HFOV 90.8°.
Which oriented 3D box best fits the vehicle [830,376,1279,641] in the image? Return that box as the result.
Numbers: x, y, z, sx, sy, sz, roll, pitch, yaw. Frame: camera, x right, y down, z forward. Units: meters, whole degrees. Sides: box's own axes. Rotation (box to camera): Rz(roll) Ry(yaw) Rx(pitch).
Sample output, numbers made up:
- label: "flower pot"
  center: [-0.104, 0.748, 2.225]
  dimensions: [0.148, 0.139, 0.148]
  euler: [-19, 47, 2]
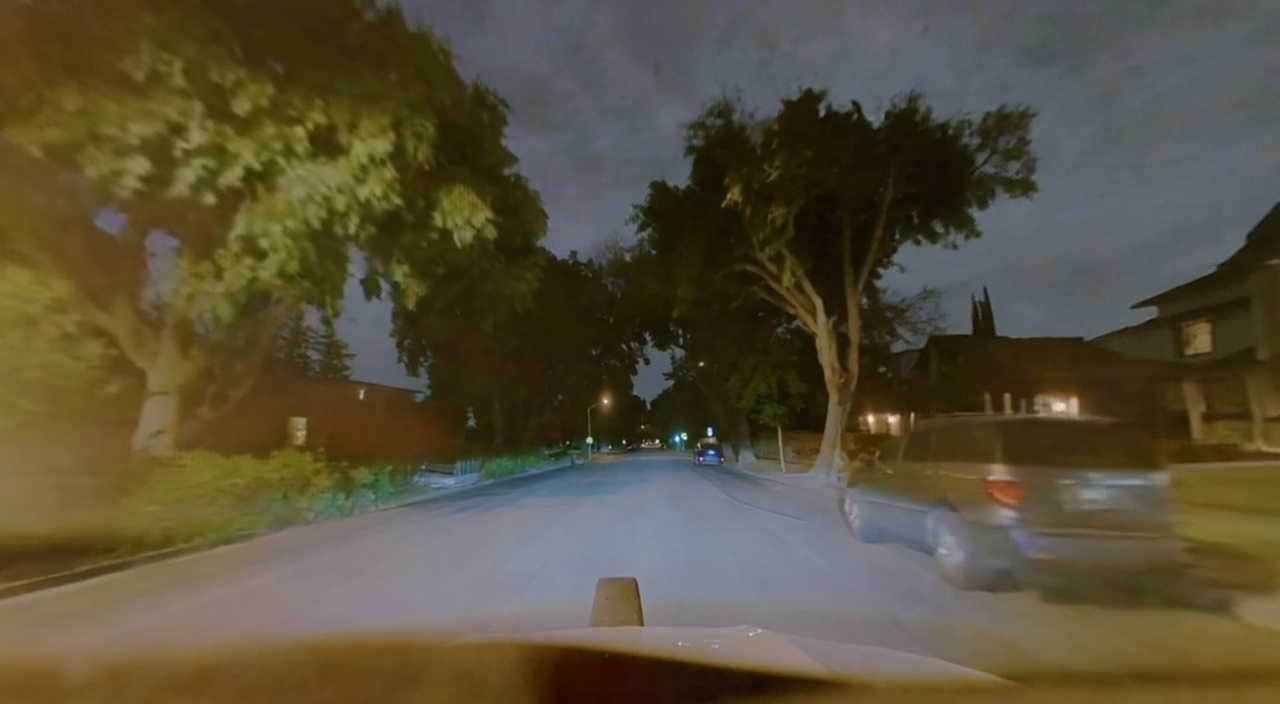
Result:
- label: "vehicle"
  center: [3.653, 1.354, 6.445]
  dimensions: [2.055, 1.738, 4.448]
  euler: [0, -8, 1]

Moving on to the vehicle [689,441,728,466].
- label: "vehicle"
  center: [4.413, 6.577, 41.137]
  dimensions: [2.013, 1.473, 4.329]
  euler: [0, -8, 0]
